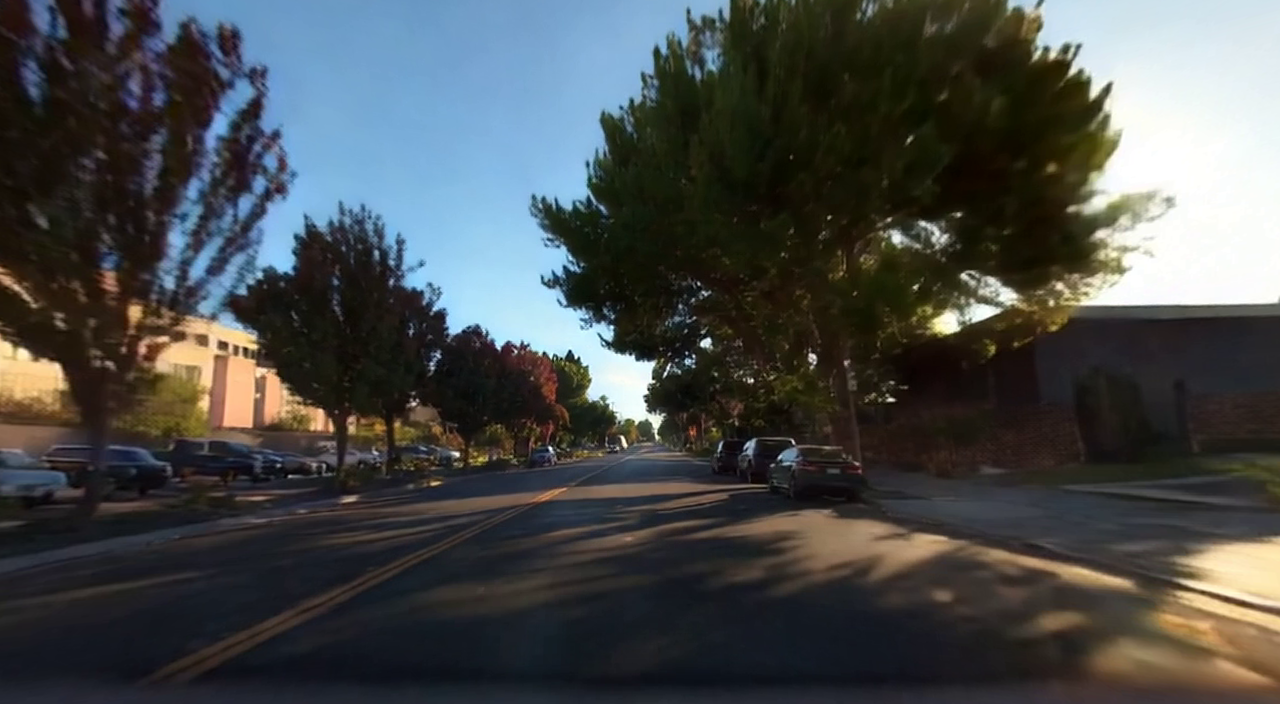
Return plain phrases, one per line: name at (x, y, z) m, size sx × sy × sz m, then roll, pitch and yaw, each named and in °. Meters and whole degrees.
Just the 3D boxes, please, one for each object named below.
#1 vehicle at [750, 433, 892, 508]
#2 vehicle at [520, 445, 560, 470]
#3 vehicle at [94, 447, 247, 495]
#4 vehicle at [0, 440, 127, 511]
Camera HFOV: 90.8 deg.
vehicle at (4.237, 2.857, 15.823) m, size 1.952 × 1.538 × 5.215 m, roll 0°, pitch -8°, yaw -1°
vehicle at (-6.557, 6.924, 41.859) m, size 1.928 × 1.537 × 4.439 m, roll 0°, pitch -8°, yaw 0°
vehicle at (-15.713, 3.936, 21.200) m, size 4.181 × 1.467 × 1.851 m, roll -3°, pitch -9°, yaw 16°
vehicle at (-15.643, 3.042, 15.984) m, size 4.579 × 1.573 × 2.001 m, roll -4°, pitch -9°, yaw 21°
